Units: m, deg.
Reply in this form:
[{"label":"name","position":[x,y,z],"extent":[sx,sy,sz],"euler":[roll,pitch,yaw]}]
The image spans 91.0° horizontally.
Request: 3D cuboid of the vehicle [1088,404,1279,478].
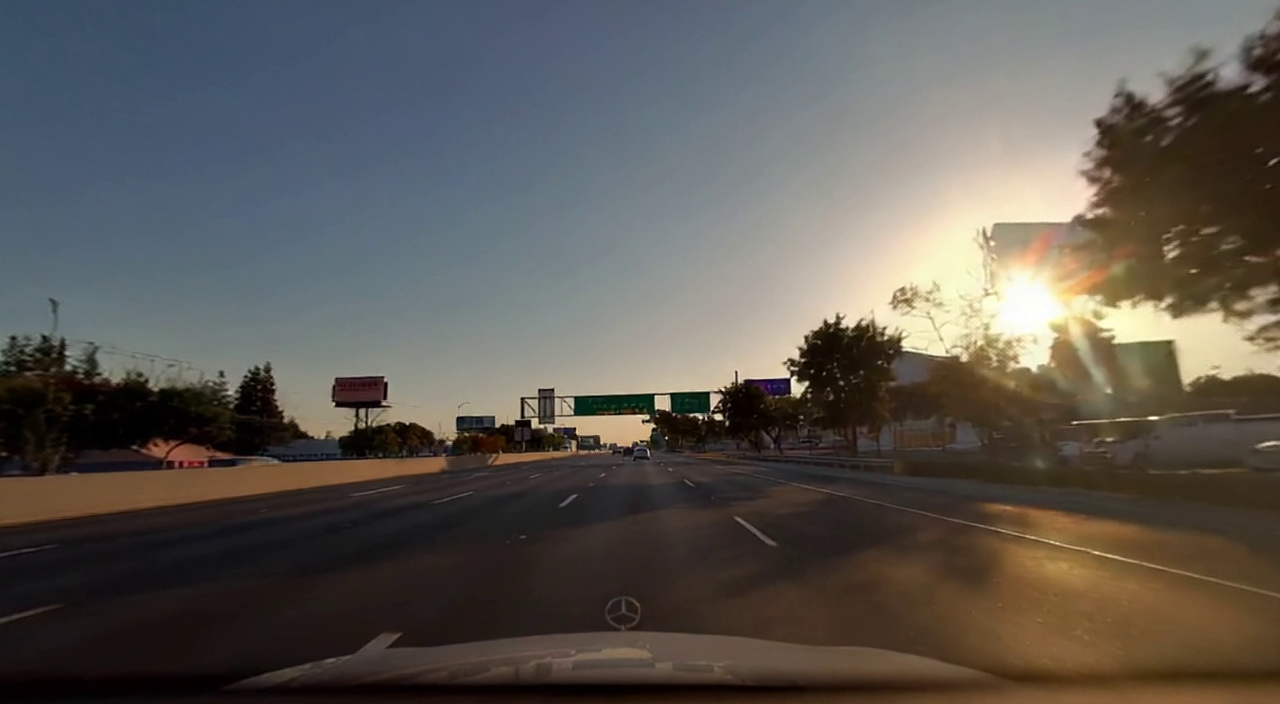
[{"label":"vehicle","position":[37.723,5.965,42.151],"extent":[2.952,4.134,16.694],"euler":[-4,-9,-1]}]
